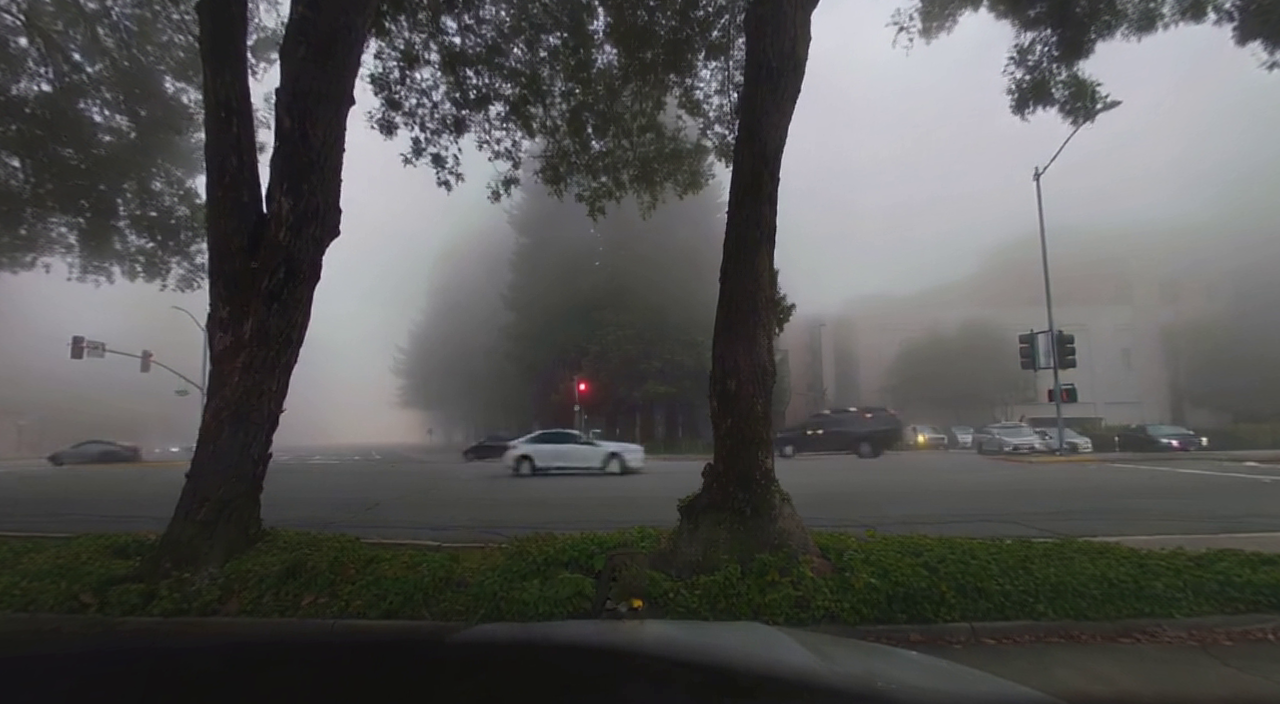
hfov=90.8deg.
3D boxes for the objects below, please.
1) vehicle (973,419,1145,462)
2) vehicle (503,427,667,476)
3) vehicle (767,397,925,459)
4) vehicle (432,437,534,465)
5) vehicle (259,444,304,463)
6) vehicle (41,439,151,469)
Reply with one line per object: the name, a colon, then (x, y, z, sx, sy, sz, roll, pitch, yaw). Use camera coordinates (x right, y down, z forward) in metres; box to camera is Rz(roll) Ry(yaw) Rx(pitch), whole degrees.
vehicle: (15.024, 3.217, 22.943, 4.749, 1.461, 1.892, -1, -9, 9)
vehicle: (-1.692, 3.186, 20.257, 4.836, 1.445, 2.057, -2, -9, 10)
vehicle: (11.014, 4.203, 34.580, 7.790, 3.197, 2.653, -2, -9, 10)
vehicle: (-8.311, 5.259, 33.640, 4.860, 1.441, 1.934, -2, -9, 11)
vehicle: (-28.055, 7.917, 49.536, 2.235, 1.417, 4.272, 3, -9, -19)
vehicle: (-30.158, 5.645, 35.081, 4.677, 1.593, 2.029, -2, -9, 10)
